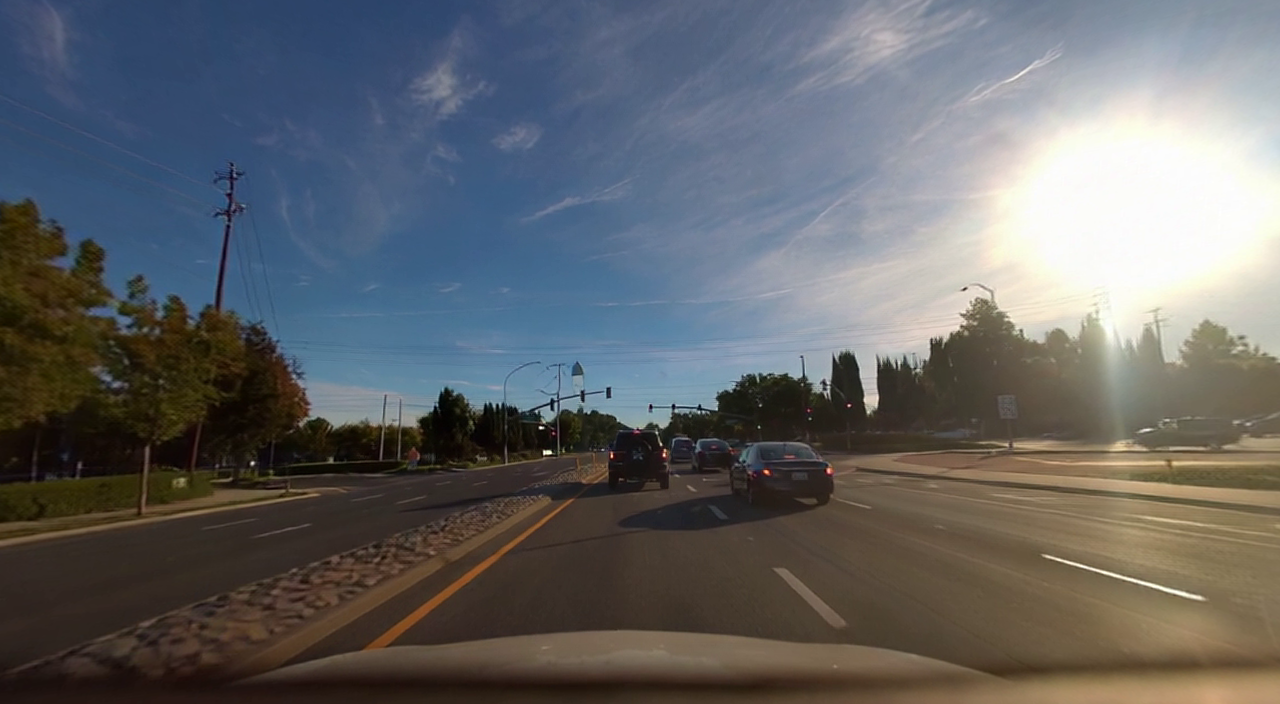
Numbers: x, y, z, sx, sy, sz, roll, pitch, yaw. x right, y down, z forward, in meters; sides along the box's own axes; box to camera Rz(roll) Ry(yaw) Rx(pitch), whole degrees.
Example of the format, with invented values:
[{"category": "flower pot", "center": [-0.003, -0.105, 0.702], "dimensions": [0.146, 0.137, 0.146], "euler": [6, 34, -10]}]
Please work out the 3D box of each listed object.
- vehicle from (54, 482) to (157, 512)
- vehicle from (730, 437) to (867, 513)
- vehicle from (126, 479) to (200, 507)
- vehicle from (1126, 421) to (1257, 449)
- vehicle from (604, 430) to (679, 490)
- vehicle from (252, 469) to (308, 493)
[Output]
[{"category": "vehicle", "center": [-32.280, 8.756, 38.264], "dimensions": [4.224, 1.614, 2.123], "euler": [0, -9, -1]}, {"category": "vehicle", "center": [3.417, 2.758, 14.652], "dimensions": [1.984, 1.462, 4.513], "euler": [0, -9, 0]}, {"category": "vehicle", "center": [-33.082, 9.764, 43.852], "dimensions": [3.637, 1.483, 2.007], "euler": [-3, -5, 2]}, {"category": "vehicle", "center": [41.084, 6.275, 47.443], "dimensions": [7.088, 1.918, 2.678], "euler": [-7, -10, 37]}, {"category": "vehicle", "center": [0.024, 3.631, 21.553], "dimensions": [2.300, 1.821, 4.254], "euler": [0, -9, -1]}, {"category": "vehicle", "center": [-25.967, 9.298, 45.566], "dimensions": [3.826, 1.522, 1.741], "euler": [-8, -11, 29]}]
